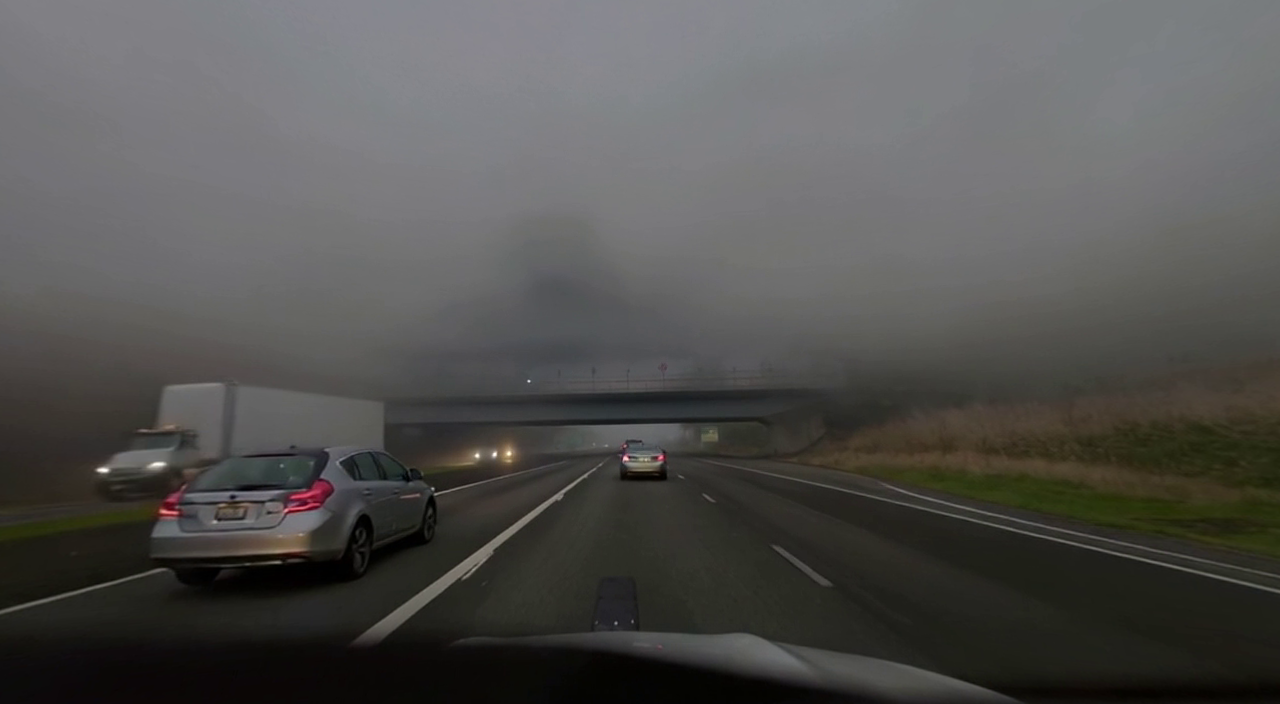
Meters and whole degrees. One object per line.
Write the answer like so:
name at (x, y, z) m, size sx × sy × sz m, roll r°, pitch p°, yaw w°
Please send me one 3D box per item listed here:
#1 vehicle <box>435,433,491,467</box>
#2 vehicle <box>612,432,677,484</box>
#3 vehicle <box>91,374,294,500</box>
vehicle at (-12.211, 6.789, 43.752) m, size 2.418 × 2.195 × 4.922 m, roll -1°, pitch -8°, yaw 0°
vehicle at (0.085, 3.693, 22.327) m, size 2.092 × 1.636 × 4.024 m, roll 0°, pitch -8°, yaw -2°
vehicle at (-15.847, 3.102, 22.982) m, size 3.032 × 3.983 × 5.800 m, roll 0°, pitch -8°, yaw -1°
